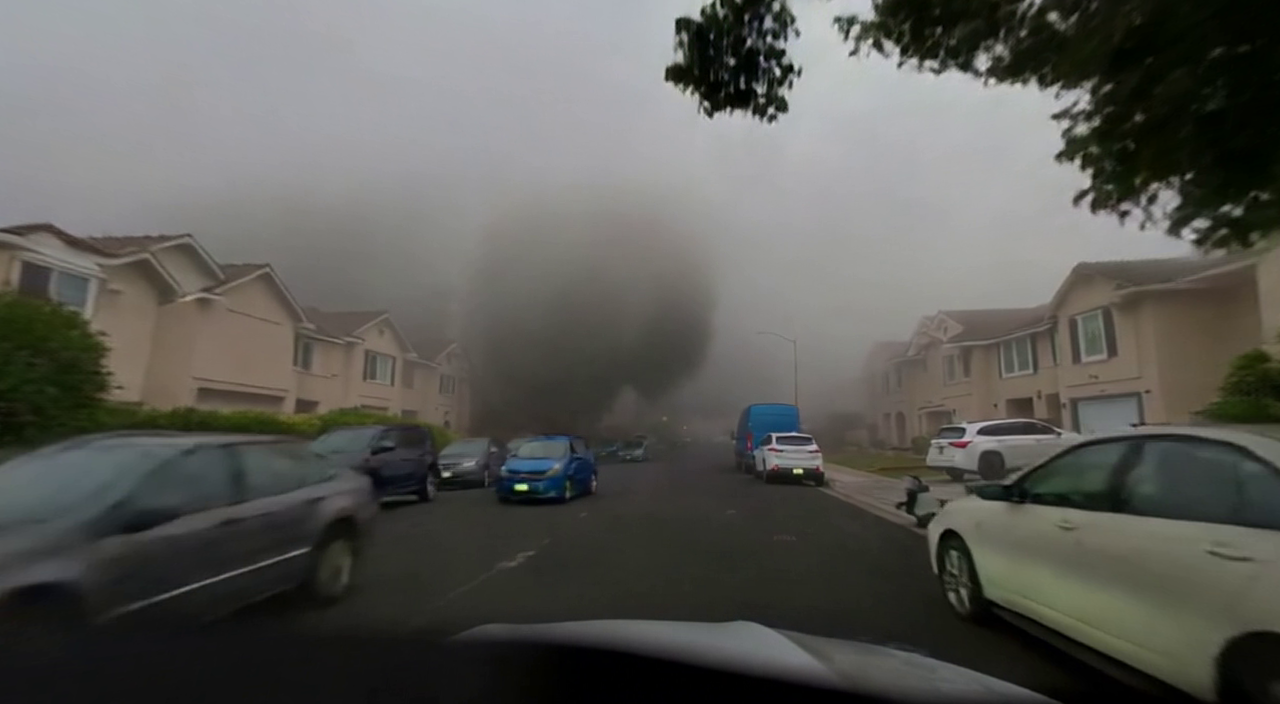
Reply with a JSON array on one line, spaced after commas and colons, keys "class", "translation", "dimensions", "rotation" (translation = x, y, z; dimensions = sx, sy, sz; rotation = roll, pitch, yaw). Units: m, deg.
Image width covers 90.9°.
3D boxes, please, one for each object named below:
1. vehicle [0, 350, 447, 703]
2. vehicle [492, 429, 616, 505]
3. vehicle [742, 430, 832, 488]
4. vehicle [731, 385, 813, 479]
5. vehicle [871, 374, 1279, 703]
[{"class": "vehicle", "translation": [-3.154, 1.111, 4.445], "dimensions": [1.959, 1.670, 4.255], "rotation": [-1, -8, 4]}, {"class": "vehicle", "translation": [-1.837, 2.585, 14.730], "dimensions": [1.889, 1.505, 3.849], "rotation": [-1, -8, 8]}, {"class": "vehicle", "translation": [4.207, 3.095, 18.722], "dimensions": [1.955, 1.500, 4.410], "rotation": [-1, -8, 5]}, {"class": "vehicle", "translation": [4.854, 3.087, 24.207], "dimensions": [2.317, 3.096, 6.383], "rotation": [-1, -8, 6]}, {"class": "vehicle", "translation": [3.009, 1.038, 3.462], "dimensions": [2.052, 1.499, 4.699], "rotation": [-1, -8, 5]}]
